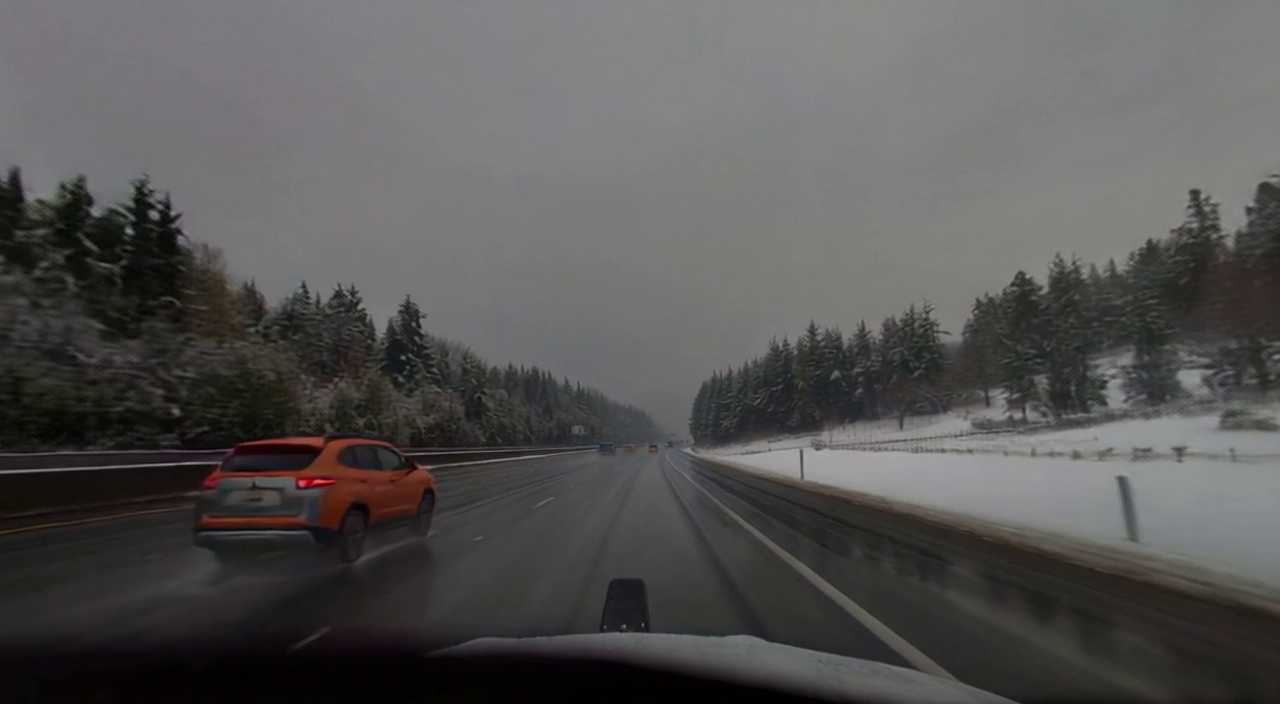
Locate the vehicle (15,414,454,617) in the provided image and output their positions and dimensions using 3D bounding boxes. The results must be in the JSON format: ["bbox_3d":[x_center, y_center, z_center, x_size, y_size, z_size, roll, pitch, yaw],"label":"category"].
[{"bbox_3d":[-3.763,1.563,7.006,1.993,1.538,4.192,0,-8,2],"label":"vehicle"}]
